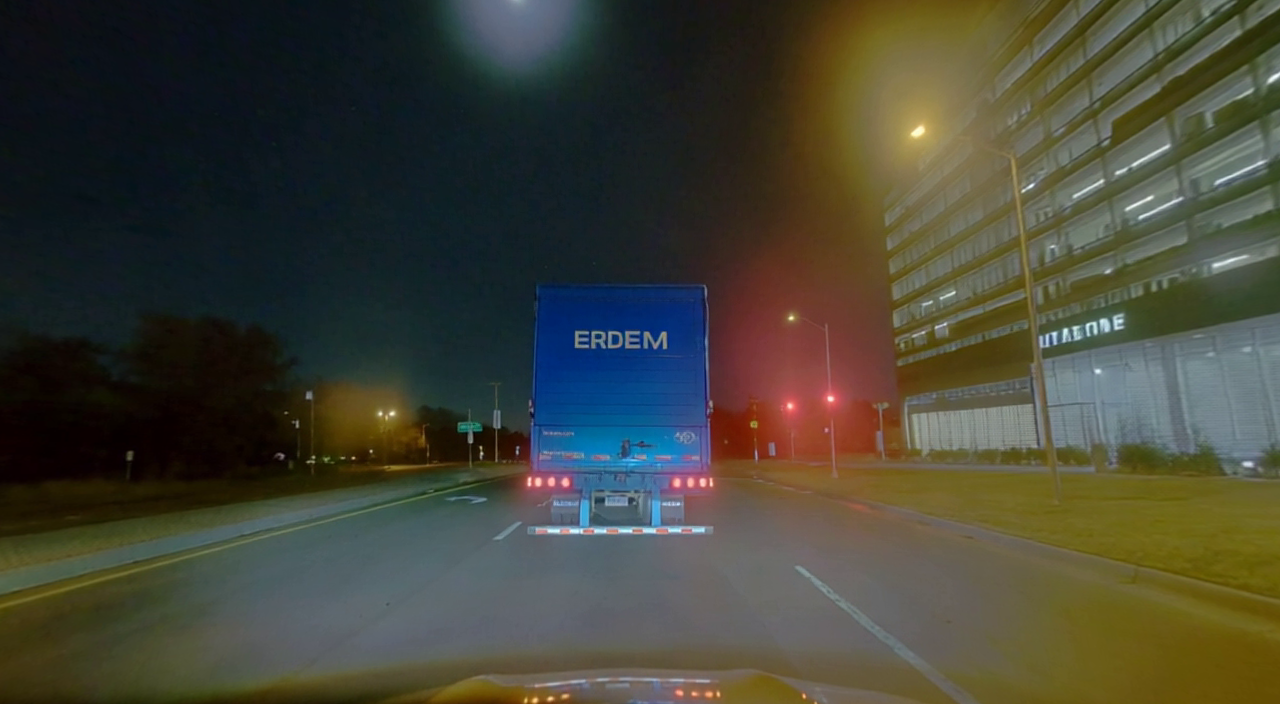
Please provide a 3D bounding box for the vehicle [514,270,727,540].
[{"bbox_3d":[-0.176,1.316,13.355,2.876,3.724,9.351,-1,-8,1],"label":"vehicle"}]

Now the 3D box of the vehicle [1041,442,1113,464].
[{"bbox_3d":[31.367,7.219,45.171,1.652,1.423,3.797,5,-9,-35],"label":"vehicle"}]
